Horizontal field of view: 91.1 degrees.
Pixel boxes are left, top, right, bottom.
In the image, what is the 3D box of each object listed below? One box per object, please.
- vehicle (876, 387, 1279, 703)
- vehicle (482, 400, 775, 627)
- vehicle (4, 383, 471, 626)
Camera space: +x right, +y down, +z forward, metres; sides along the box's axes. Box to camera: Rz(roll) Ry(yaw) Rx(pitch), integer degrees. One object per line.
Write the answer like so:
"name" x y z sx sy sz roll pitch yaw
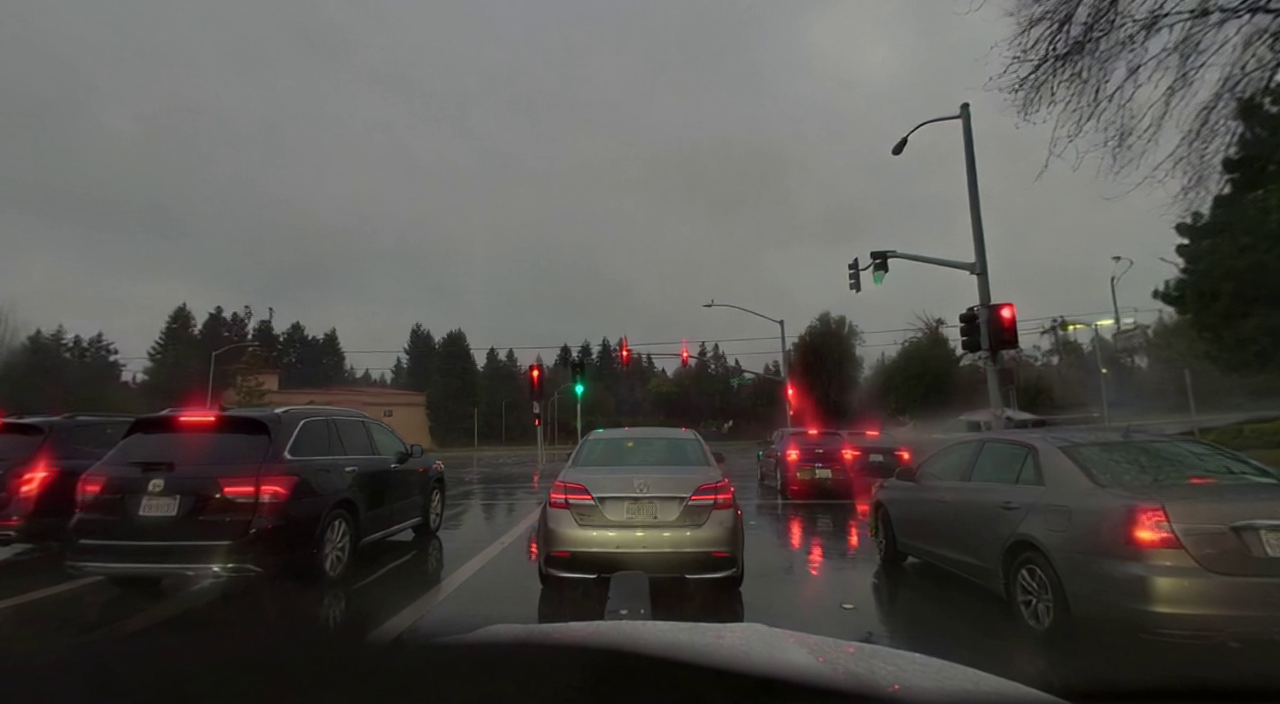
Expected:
"vehicle" 3.586 1.201 4.604 2.010 1.486 4.498 0 -8 1
"vehicle" -0.059 1.403 6.302 2.047 1.579 3.642 0 -8 1
"vehicle" -3.564 1.428 6.848 2.014 1.755 4.360 0 -8 3
